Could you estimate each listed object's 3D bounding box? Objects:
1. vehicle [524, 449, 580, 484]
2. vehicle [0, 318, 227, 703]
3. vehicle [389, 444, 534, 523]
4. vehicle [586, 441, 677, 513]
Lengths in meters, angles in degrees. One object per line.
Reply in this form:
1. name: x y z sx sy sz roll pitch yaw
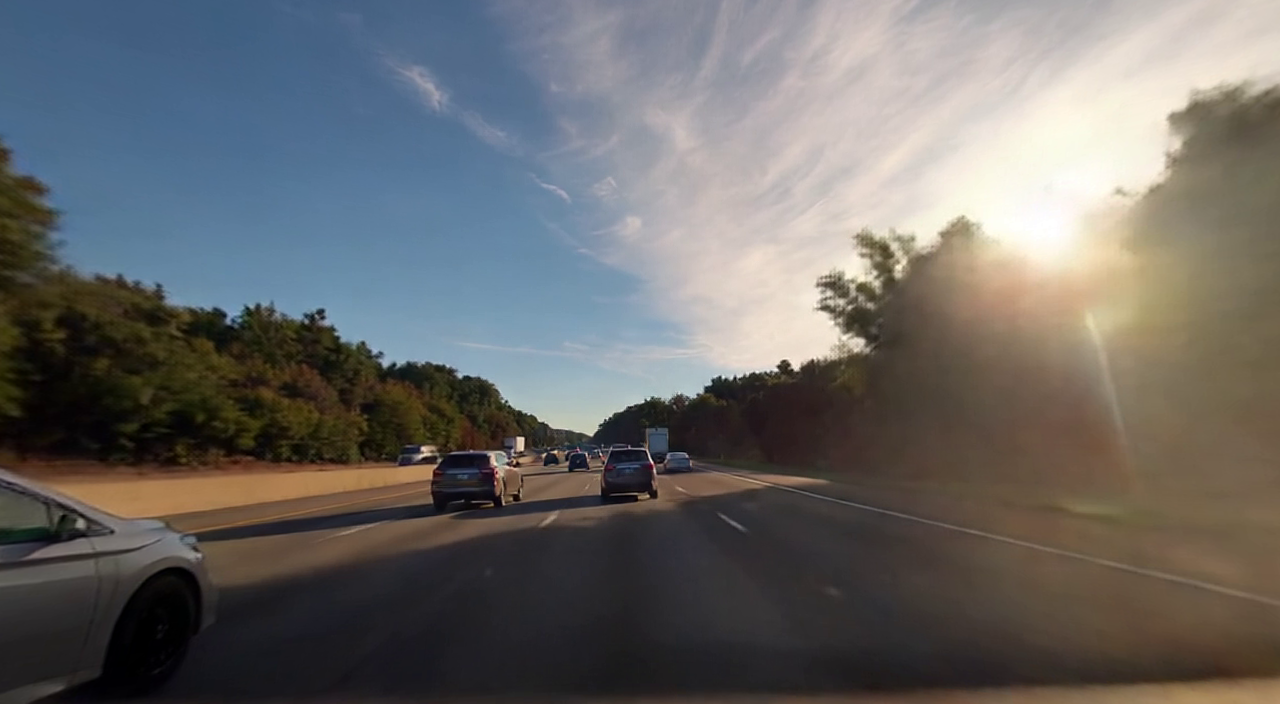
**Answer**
1. vehicle: -4.044 5.327 29.666 1.999 1.484 4.269 0 -9 1
2. vehicle: -3.955 0.638 1.713 2.243 1.889 4.949 0 -9 1
3. vehicle: -3.806 2.882 14.407 1.988 1.501 4.438 0 -9 0
4. vehicle: -0.187 3.046 15.737 1.996 1.574 3.426 0 -9 0
